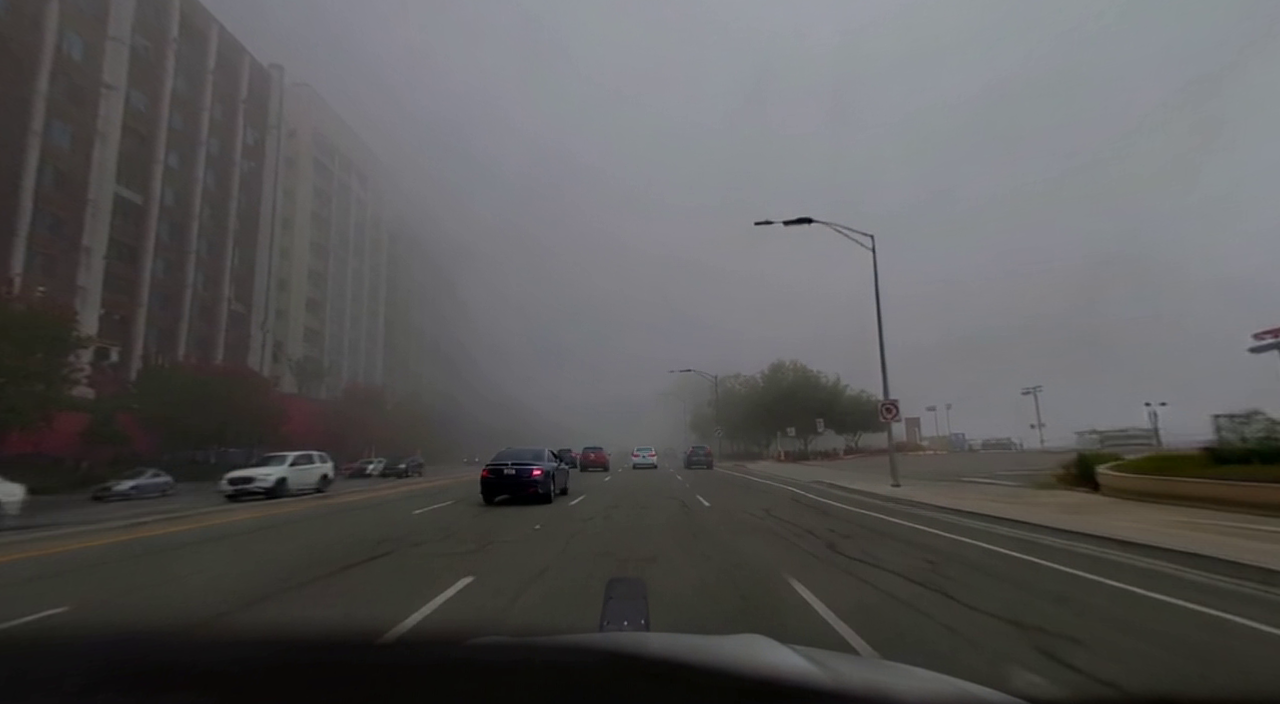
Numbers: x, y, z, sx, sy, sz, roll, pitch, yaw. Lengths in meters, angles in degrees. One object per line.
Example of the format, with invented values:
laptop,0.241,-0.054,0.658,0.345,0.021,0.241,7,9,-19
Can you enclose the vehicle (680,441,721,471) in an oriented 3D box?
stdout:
vehicle,3.758,6.546,39.805,2.108,1.785,4.334,0,-8,-1

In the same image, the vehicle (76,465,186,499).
vehicle,-26.308,6.732,32.831,1.872,1.472,4.513,0,-8,1

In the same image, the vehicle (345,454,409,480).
vehicle,-16.830,7.390,40.608,1.937,1.480,4.889,0,-8,1

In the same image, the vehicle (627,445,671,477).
vehicle,0.437,5.560,32.375,2.147,1.507,3.953,0,-8,0

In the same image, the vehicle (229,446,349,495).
vehicle,-13.647,4.593,24.925,2.096,1.721,4.628,0,-8,-1

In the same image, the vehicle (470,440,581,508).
vehicle,-2.771,3.058,16.319,1.908,1.505,4.369,0,-8,2

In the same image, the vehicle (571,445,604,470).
vehicle,-3.748,7.607,45.812,2.168,1.719,4.283,0,-8,-2
